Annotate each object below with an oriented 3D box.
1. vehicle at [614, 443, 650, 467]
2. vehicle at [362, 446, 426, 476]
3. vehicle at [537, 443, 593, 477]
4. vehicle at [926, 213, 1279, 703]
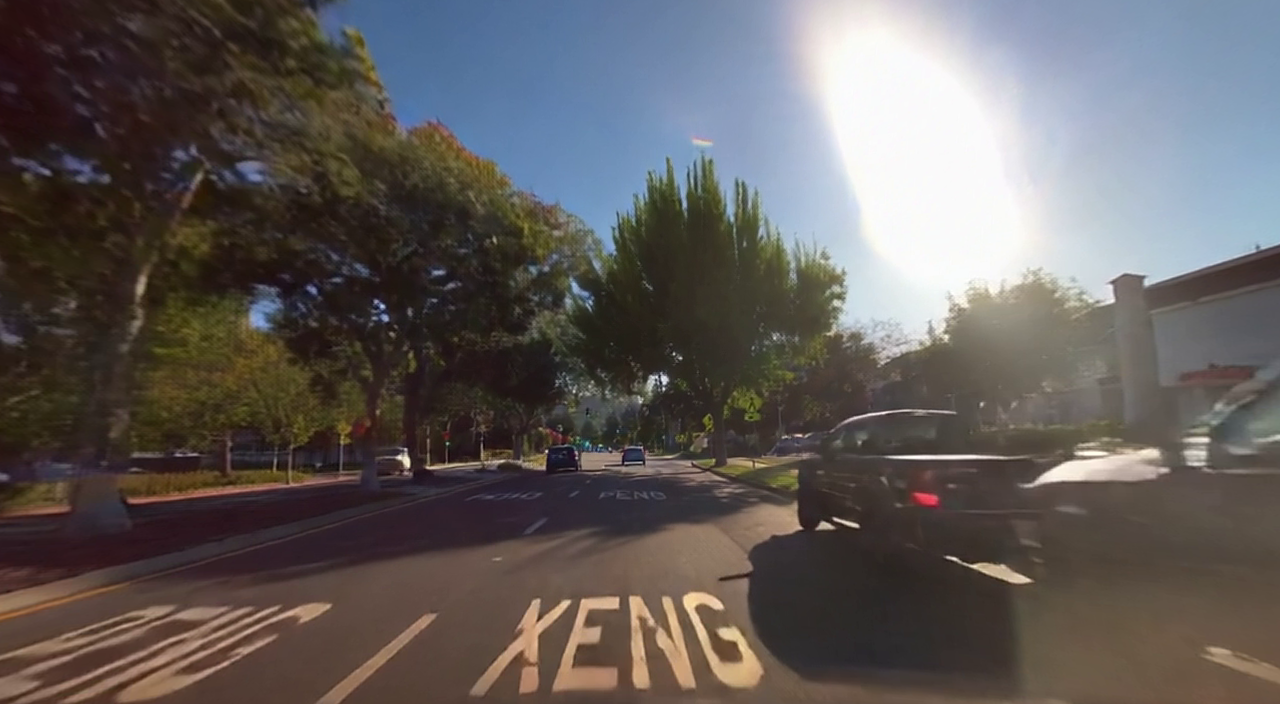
[{"bbox_3d":[-0.497,6.666,40.798,2.187,1.478,4.138,0,-9,-1],"label":"vehicle"},{"bbox_3d":[-15.768,6.995,40.626,2.074,1.769,4.704,0,-9,2],"label":"vehicle"},{"bbox_3d":[-3.472,5.093,29.921,2.083,1.460,4.527,0,-9,0],"label":"vehicle"},{"bbox_3d":[3.036,0.519,1.543,2.072,2.017,5.590,0,-9,1],"label":"vehicle"}]
